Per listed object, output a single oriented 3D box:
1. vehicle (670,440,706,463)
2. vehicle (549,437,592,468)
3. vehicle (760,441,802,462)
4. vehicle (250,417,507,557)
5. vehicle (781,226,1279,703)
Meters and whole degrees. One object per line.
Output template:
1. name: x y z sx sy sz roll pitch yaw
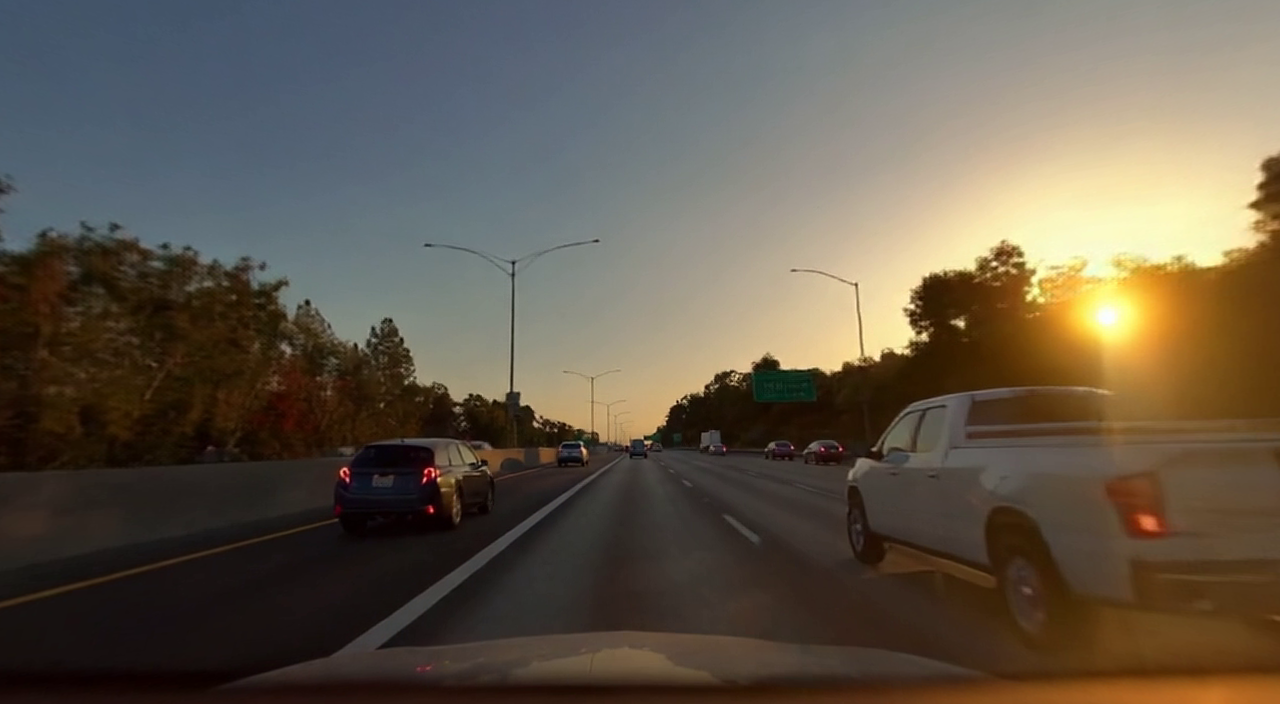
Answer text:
1. vehicle: 3.256 6.848 43.648 2.007 1.469 4.337 0 -8 -2
2. vehicle: -3.954 5.796 36.540 1.992 1.651 4.185 0 -8 0
3. vehicle: 9.784 6.935 44.087 1.910 1.384 3.867 0 -8 -1
4. vehicle: -3.581 1.928 9.766 2.119 1.654 4.353 0 -8 0
5. vehicle: 2.778 0.966 4.486 2.200 1.870 5.649 0 -8 0
